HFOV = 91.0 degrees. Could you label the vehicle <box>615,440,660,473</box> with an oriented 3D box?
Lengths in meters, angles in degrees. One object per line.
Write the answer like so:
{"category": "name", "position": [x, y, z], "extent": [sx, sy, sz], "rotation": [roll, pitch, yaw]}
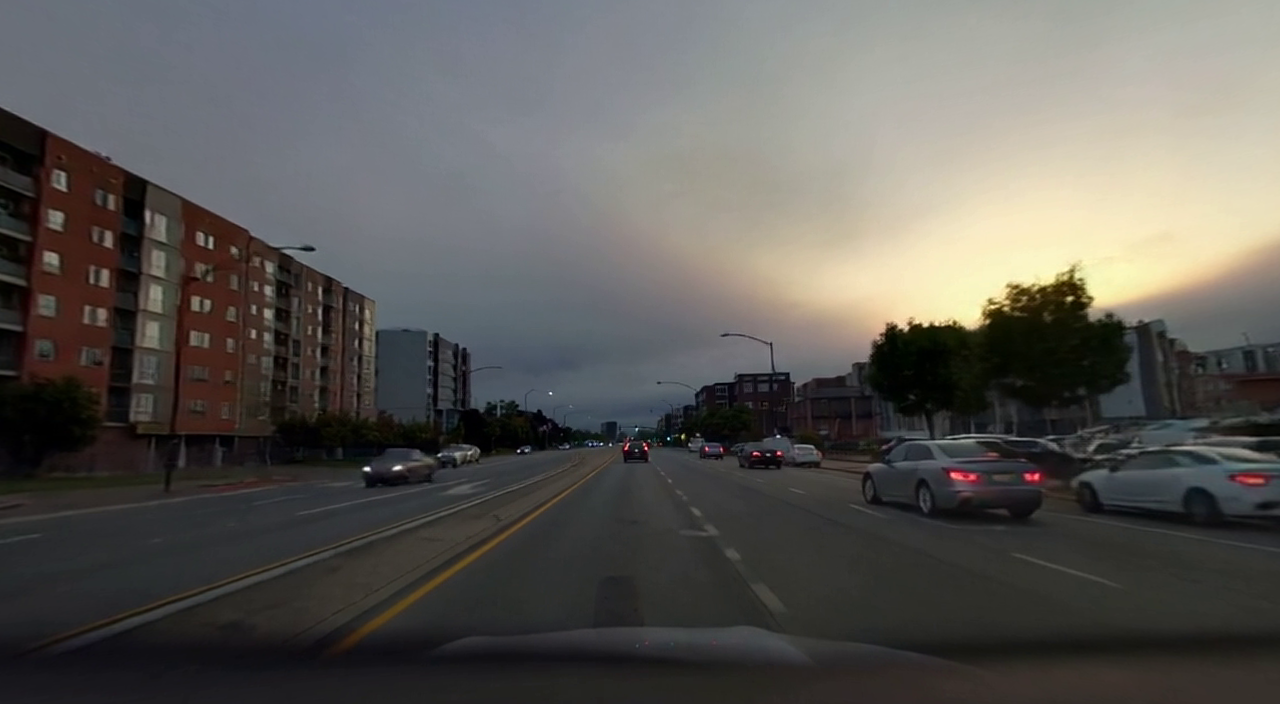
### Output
{"category": "vehicle", "position": [-0.131, 5.212, 31.600], "extent": [2.106, 1.553, 3.964], "rotation": [0, -9, 0]}

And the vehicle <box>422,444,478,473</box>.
{"category": "vehicle", "position": [-11.817, 6.610, 39.463], "extent": [2.036, 1.697, 4.680], "rotation": [0, -9, 0]}

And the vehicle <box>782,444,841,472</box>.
{"category": "vehicle", "position": [9.981, 6.167, 36.930], "extent": [2.089, 1.508, 4.323], "rotation": [0, -9, -2]}

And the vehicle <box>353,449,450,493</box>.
{"category": "vehicle", "position": [-8.457, 4.219, 22.752], "extent": [1.869, 1.419, 4.183], "rotation": [0, -9, 0]}

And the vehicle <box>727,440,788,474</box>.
{"category": "vehicle", "position": [5.777, 5.219, 31.438], "extent": [2.154, 1.554, 4.149], "rotation": [0, -9, -2]}

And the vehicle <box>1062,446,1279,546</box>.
{"category": "vehicle", "position": [10.110, 2.408, 11.222], "extent": [1.930, 1.426, 4.501], "rotation": [1, -9, -2]}

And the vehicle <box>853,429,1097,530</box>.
{"category": "vehicle", "position": [6.097, 2.372, 12.384], "extent": [2.121, 1.557, 4.898], "rotation": [0, -9, 0]}
